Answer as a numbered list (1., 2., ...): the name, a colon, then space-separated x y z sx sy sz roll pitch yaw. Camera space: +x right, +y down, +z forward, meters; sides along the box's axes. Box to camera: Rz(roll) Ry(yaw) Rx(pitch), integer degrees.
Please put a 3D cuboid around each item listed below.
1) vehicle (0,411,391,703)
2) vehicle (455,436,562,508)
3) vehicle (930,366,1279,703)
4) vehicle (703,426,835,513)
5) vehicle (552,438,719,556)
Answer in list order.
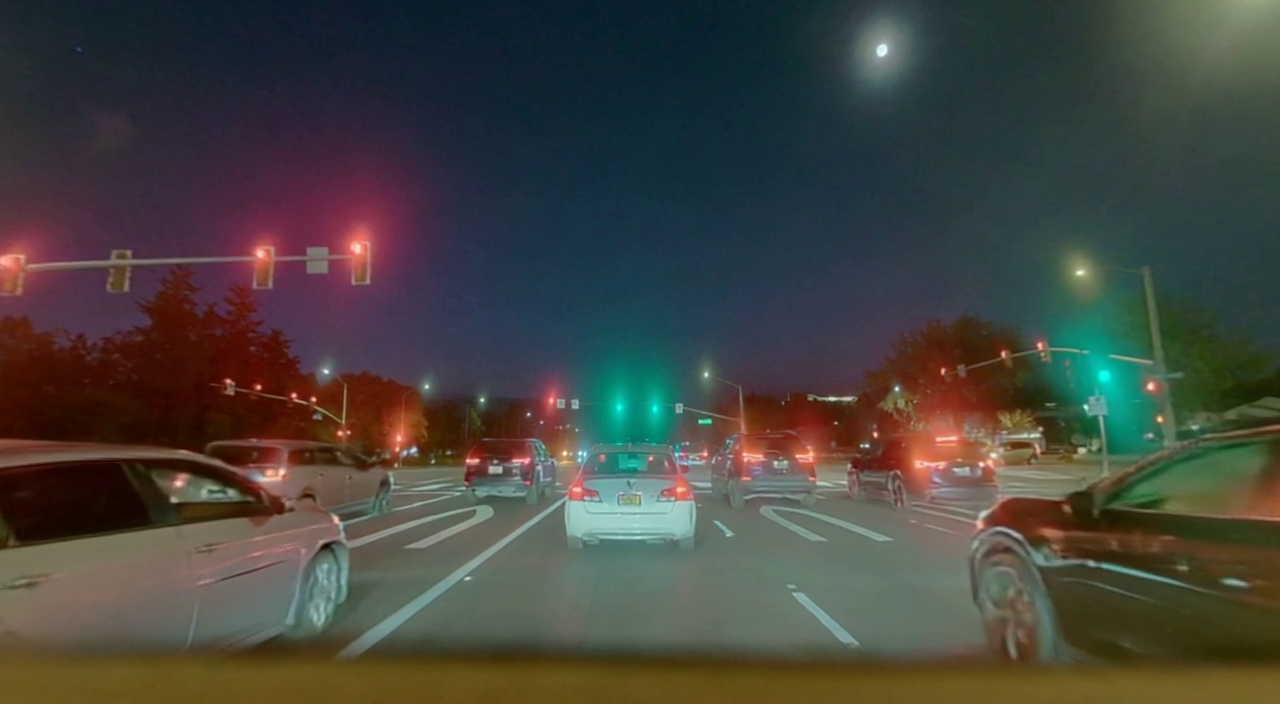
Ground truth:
1. vehicle: -3.231 1.113 3.305 2.045 1.463 4.490 0 -8 0
2. vehicle: -3.425 3.196 17.372 2.033 1.714 4.278 0 -8 0
3. vehicle: 3.057 0.814 1.876 1.996 1.566 4.917 0 -8 -1
4. vehicle: 2.874 2.742 15.270 2.138 1.778 4.422 0 -8 -2
5. vehicle: -0.108 2.115 9.983 2.098 1.461 3.958 0 -8 -1
